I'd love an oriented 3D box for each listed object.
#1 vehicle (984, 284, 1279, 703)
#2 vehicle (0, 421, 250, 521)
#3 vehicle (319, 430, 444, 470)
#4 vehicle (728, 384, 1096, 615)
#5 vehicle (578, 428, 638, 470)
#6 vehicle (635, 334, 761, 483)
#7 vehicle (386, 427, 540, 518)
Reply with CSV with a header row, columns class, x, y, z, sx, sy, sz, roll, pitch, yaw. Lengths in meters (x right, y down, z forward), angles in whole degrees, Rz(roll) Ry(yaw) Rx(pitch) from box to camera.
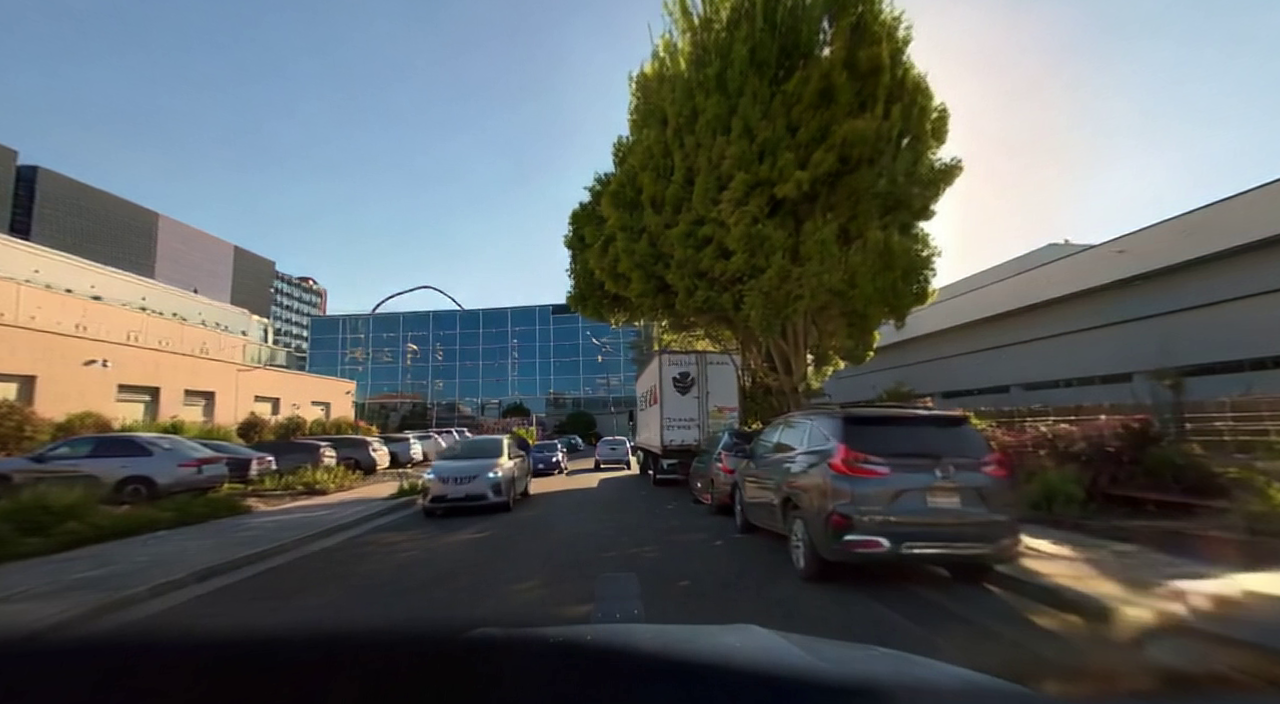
class,x,y,z,sx,sy,sz,roll,pitch,yaw
vehicle,2.439,0.511,0.162,1.900,1.644,4.448,0,-8,-5
vehicle,-9.044,1.971,10.703,3.569,1.520,1.797,0,-8,-5
vehicle,-9.771,3.724,24.117,4.015,1.461,1.903,1,-8,-6
vehicle,2.310,1.365,6.799,1.875,1.674,4.231,0,-8,-3
vehicle,-1.211,3.808,24.961,2.160,1.498,3.909,0,-8,-1
vehicle,1.530,2.519,24.583,2.865,4.113,14.471,0,-8,-3
vehicle,-3.248,2.274,12.461,1.989,1.481,4.008,0,-8,-2
